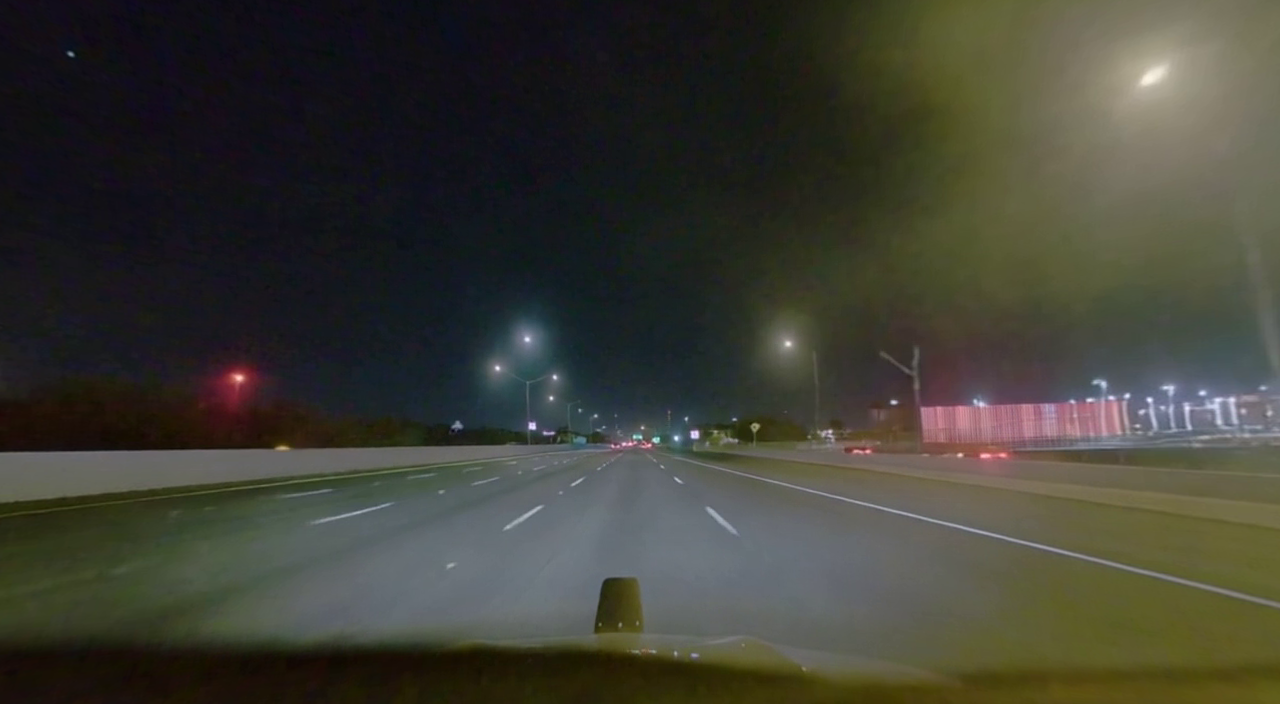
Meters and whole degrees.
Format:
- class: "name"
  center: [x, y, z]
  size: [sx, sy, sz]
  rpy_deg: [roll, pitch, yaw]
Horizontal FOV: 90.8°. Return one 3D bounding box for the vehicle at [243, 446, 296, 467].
- class: "vehicle"
  center: [-29.058, 8.174, 49.659]
  size: [1.717, 1.525, 3.814]
  rpy_deg: [0, -8, 1]
